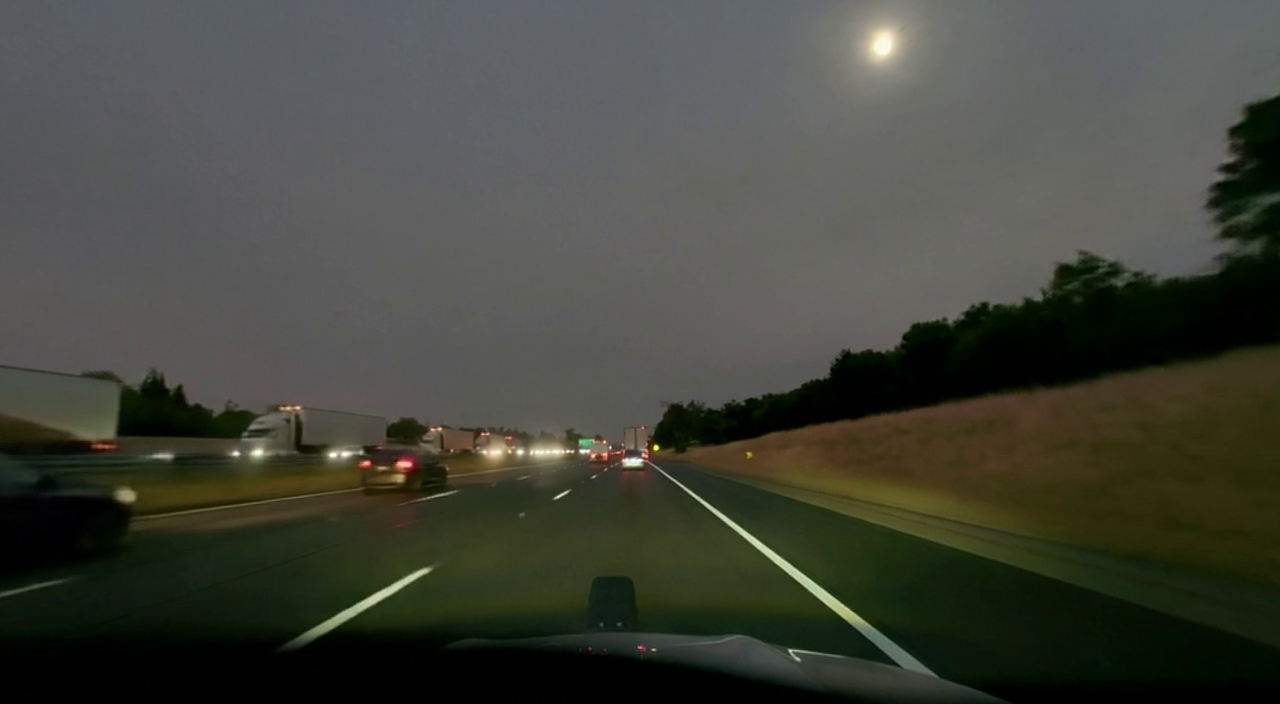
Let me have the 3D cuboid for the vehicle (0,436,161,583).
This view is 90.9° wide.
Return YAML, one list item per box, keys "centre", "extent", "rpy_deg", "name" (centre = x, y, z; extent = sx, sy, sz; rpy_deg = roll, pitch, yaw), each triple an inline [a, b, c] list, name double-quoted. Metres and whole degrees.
- centre: [-7.313, 1.536, 6.051]
  extent: [1.895, 1.446, 4.456]
  rpy_deg: [0, -9, 0]
  name: "vehicle"

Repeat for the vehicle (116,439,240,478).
- centre: [-19.263, 4.458, 26.554]
  extent: [1.989, 1.505, 4.352]
  rpy_deg: [0, -9, -1]
  name: "vehicle"

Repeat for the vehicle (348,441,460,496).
- centre: [-7.714, 3.838, 21.150]
  extent: [2.004, 1.629, 4.506]
  rpy_deg: [0, -9, 0]
  name: "vehicle"

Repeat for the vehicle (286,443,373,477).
- centre: [-14.767, 5.153, 30.295]
  extent: [1.817, 1.508, 4.734]
  rpy_deg: [0, -9, -1]
  name: "vehicle"

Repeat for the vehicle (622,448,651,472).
- centre: [-0.287, 7.795, 45.665]
  extent: [2.009, 1.657, 3.962]
  rpy_deg: [0, -9, -1]
  name: "vehicle"

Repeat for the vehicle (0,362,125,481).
- centre: [-23.686, 2.120, 20.007]
  extent: [2.846, 4.080, 14.228]
  rpy_deg: [0, -9, -1]
  name: "vehicle"

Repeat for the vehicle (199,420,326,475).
- centre: [-19.444, 4.994, 33.026]
  extent: [2.599, 2.572, 6.600]
  rpy_deg: [0, -9, 0]
  name: "vehicle"
